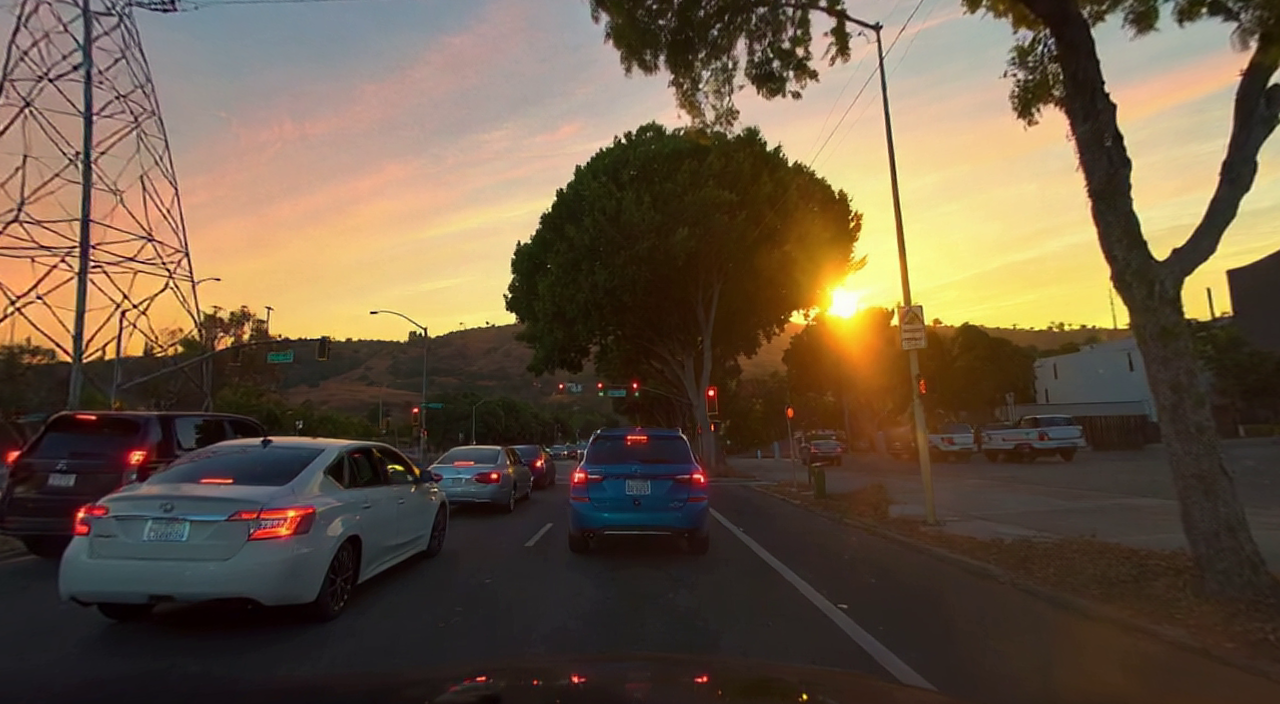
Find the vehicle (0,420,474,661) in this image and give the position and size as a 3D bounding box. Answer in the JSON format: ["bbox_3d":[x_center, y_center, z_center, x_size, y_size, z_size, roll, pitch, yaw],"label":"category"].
[{"bbox_3d":[-3.169,1.498,6.214,1.973,1.469,4.448,0,-8,-1],"label":"vehicle"}]

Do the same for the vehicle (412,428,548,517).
[{"bbox_3d":[-3.251,2.518,13.667,1.997,1.636,3.760,0,-8,-1],"label":"vehicle"}]

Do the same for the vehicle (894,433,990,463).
[{"bbox_3d":[15.101,4.800,31.709,3.858,1.437,1.899,0,-8,-4],"label":"vehicle"}]

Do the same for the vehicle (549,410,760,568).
[{"bbox_3d":[0.088,1.768,8.926,2.239,1.661,4.224,0,-8,-2],"label":"vehicle"}]
